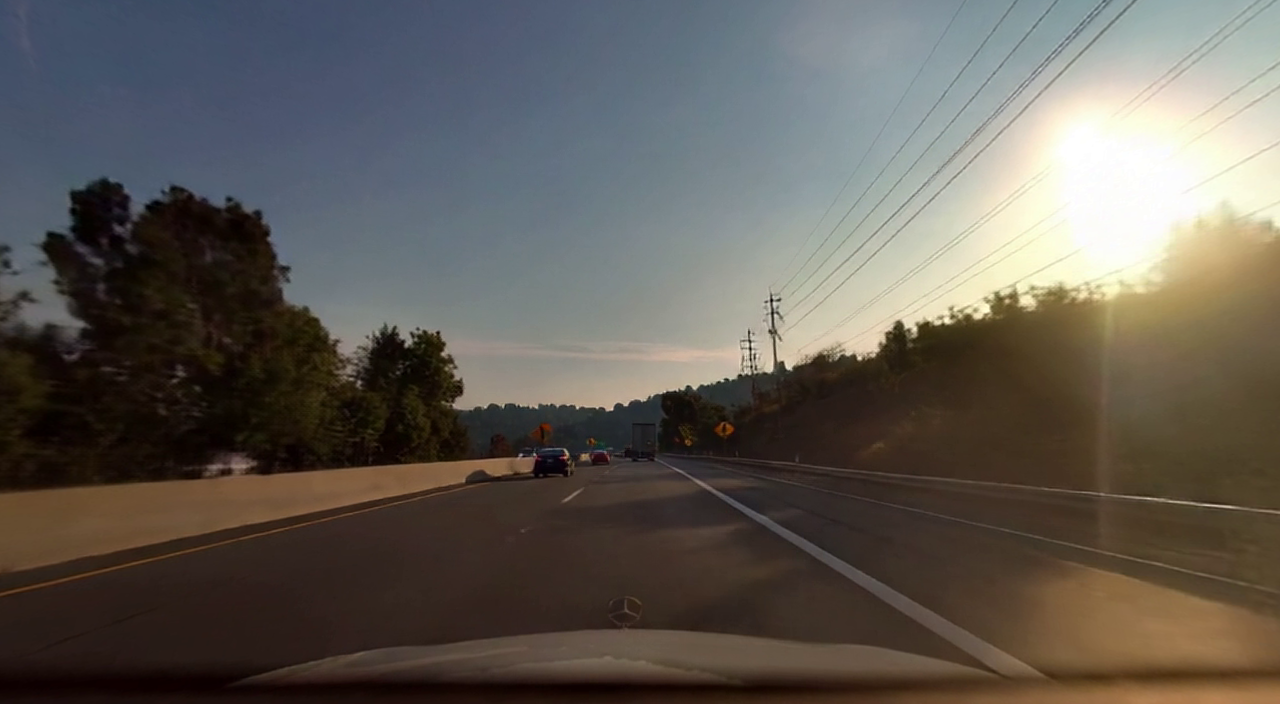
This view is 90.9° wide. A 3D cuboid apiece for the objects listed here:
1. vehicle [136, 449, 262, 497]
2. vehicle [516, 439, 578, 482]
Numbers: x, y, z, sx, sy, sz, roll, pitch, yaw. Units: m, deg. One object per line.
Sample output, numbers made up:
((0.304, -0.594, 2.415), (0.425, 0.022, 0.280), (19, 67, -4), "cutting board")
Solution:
((-16.010, 4.376, 23.153), (1.827, 1.579, 3.858), (0, -9, -1), "vehicle")
((-3.991, 4.755, 27.780), (2.111, 1.735, 4.066), (0, -9, 0), "vehicle")
